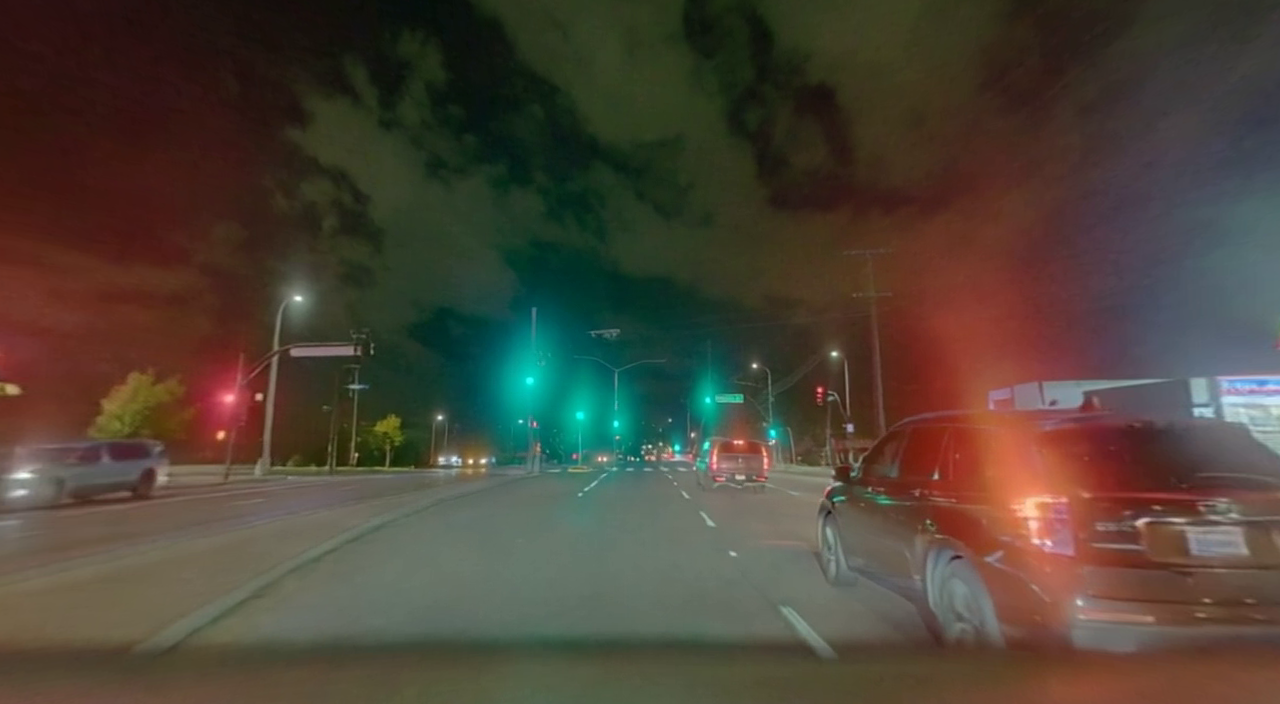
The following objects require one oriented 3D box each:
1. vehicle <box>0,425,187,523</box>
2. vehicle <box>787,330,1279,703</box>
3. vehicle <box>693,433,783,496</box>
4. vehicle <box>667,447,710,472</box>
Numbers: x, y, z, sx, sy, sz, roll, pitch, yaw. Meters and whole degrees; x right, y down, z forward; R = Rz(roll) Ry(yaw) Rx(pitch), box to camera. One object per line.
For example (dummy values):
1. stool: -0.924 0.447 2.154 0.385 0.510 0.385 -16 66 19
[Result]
1. vehicle: -13.554 2.738 14.845 2.097 1.912 4.828 1 -8 -1
2. vehicle: 2.688 1.136 4.410 2.183 1.720 4.842 0 -9 0
3. vehicle: 2.845 3.375 19.213 1.999 1.679 4.217 0 -8 -1
4. vehicle: 3.012 6.744 39.878 2.282 1.458 4.362 0 -9 -1
